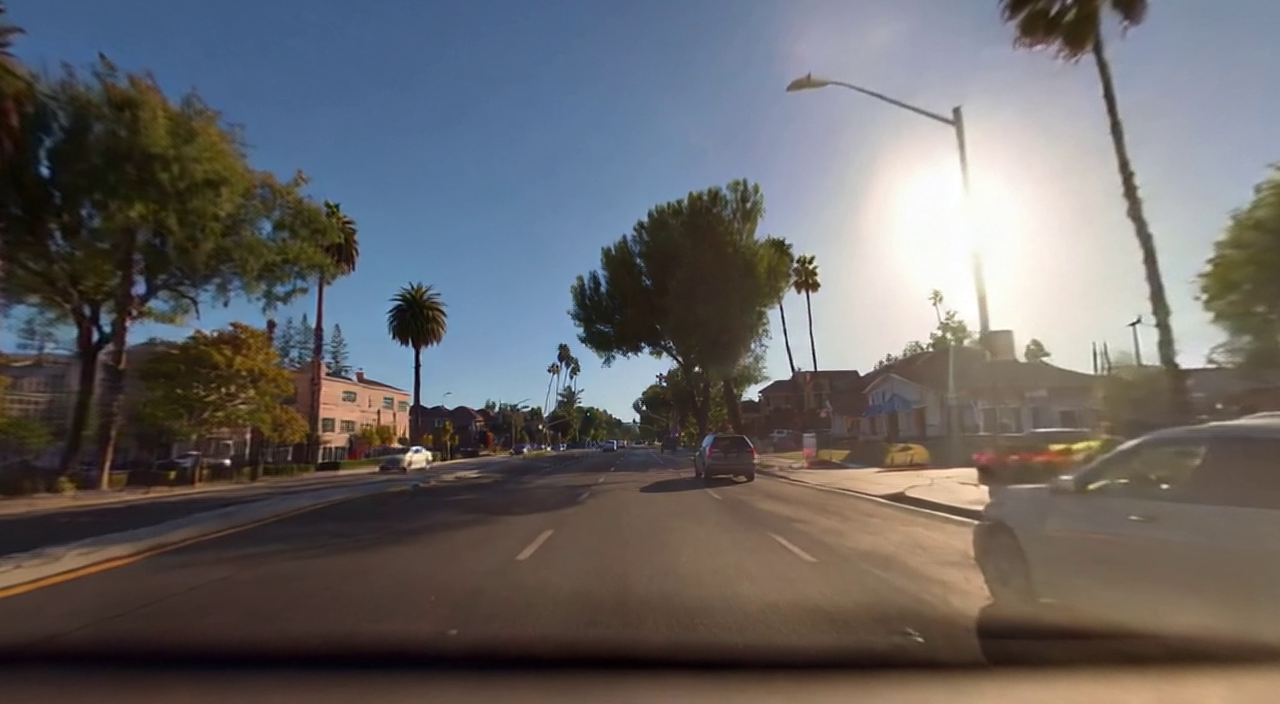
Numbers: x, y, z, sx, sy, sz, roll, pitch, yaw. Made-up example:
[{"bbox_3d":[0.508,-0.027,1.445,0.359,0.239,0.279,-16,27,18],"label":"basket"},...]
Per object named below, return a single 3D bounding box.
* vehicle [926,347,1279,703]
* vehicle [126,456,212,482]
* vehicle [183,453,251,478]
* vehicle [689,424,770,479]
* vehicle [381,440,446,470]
[{"bbox_3d":[3.629,0.957,3.451,2.084,1.682,4.148,0,-8,-1],"label":"vehicle"},{"bbox_3d":[-30.009,7.440,40.295,1.820,1.454,4.709,0,-8,0],"label":"vehicle"},{"bbox_3d":[-30.232,8.089,45.120,1.871,1.534,4.524,0,-8,-2],"label":"vehicle"},{"bbox_3d":[3.293,3.789,24.134,2.244,1.901,4.561,0,-8,-3],"label":"vehicle"},{"bbox_3d":[-15.424,7.040,43.277,2.315,1.911,5.751,0,-8,1],"label":"vehicle"}]
